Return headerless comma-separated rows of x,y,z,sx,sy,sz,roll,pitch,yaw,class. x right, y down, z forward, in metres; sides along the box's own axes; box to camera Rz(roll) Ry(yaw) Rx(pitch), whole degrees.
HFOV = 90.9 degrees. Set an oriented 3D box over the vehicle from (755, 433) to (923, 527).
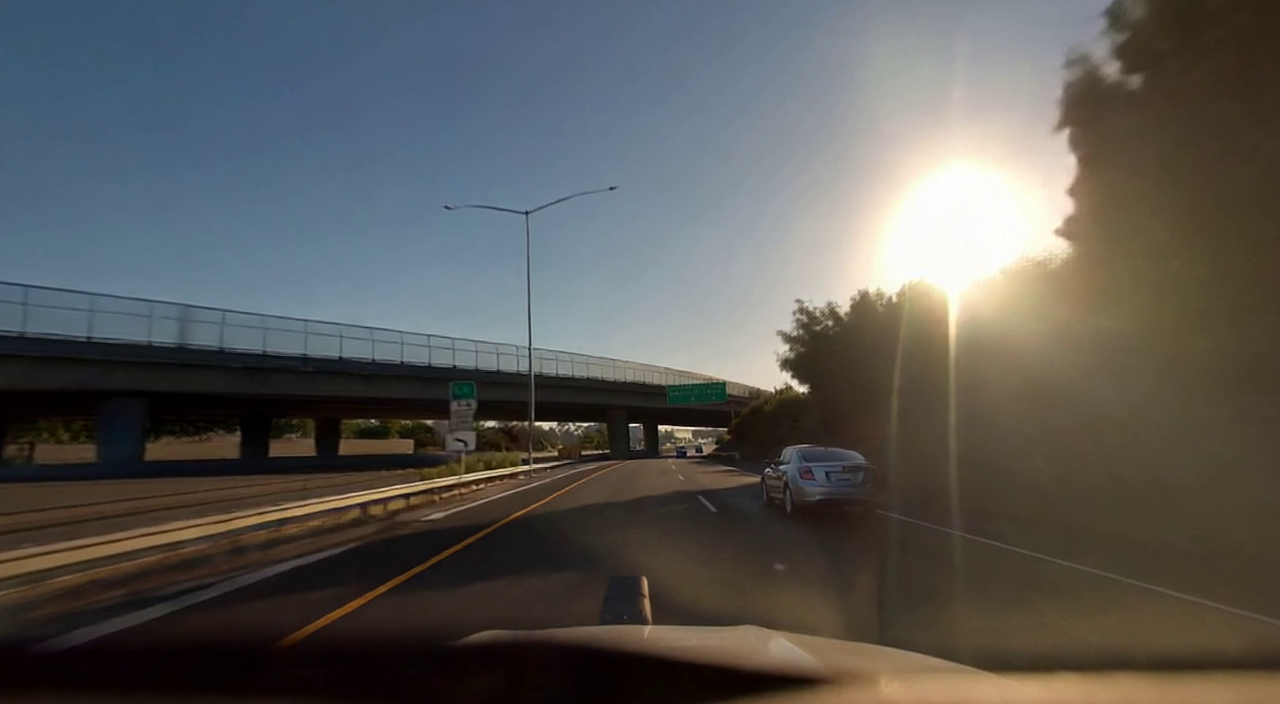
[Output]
3.645,2.406,12.423,1.997,1.515,4.025,0,-8,0,vehicle
